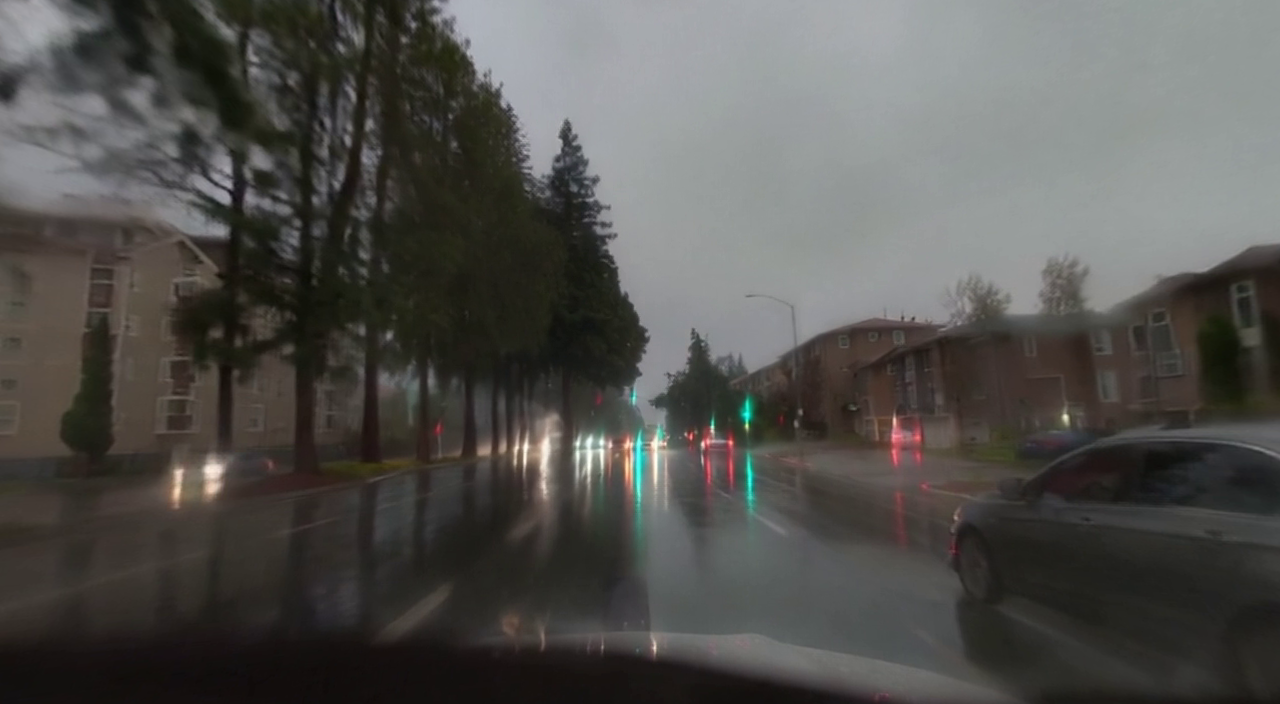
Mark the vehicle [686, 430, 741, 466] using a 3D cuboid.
[{"bbox_3d":[3.556,4.783,31.404,2.137,1.646,4.488,0,-8,-1],"label":"vehicle"}]

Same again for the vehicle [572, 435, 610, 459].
[{"bbox_3d":[-3.209,6.360,42.284,1.997,1.479,4.547,0,-8,2],"label":"vehicle"}]

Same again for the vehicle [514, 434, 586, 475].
[{"bbox_3d":[-3.489,4.080,25.339,2.049,1.485,4.656,0,-8,2],"label":"vehicle"}]

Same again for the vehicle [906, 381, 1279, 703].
[{"bbox_3d":[3.668,1.074,3.869,2.128,1.502,4.572,0,-8,1],"label":"vehicle"}]

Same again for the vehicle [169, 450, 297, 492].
[{"bbox_3d":[-15.752,4.613,24.749,1.901,1.438,4.557,0,-8,1],"label":"vehicle"}]

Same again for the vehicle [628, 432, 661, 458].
[{"bbox_3d":[0.279,6.315,42.648,2.110,1.662,4.262,0,-8,0],"label":"vehicle"}]
